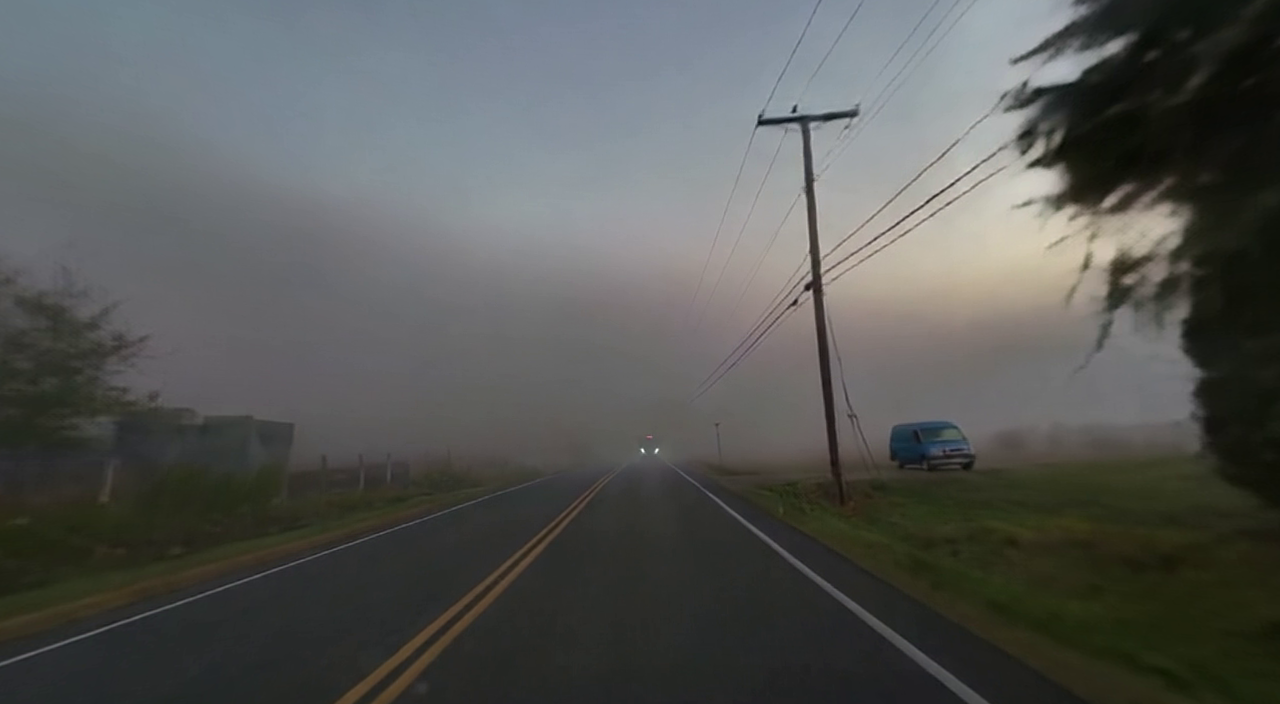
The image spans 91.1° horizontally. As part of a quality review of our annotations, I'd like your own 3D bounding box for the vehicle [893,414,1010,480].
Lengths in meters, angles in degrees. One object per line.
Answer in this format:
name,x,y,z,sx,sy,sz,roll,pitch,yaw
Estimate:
vehicle,10.765,3.312,22.143,2.077,1.919,4.690,-5,-8,7
